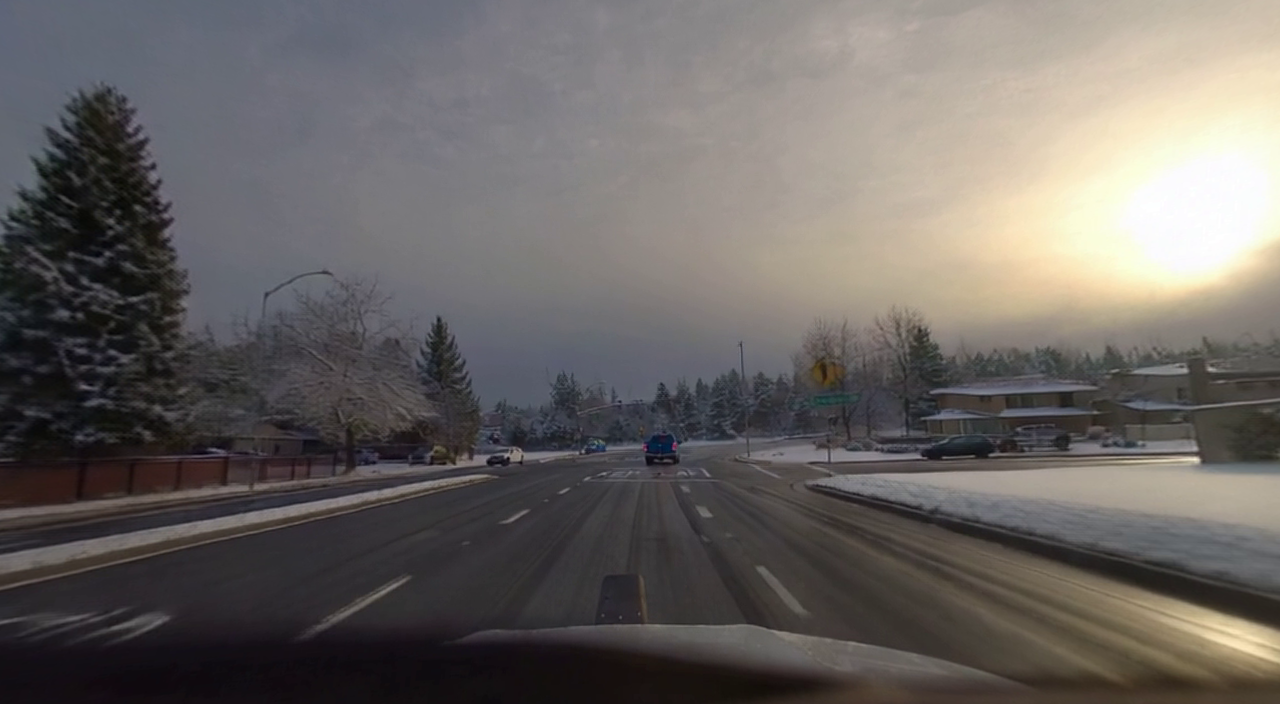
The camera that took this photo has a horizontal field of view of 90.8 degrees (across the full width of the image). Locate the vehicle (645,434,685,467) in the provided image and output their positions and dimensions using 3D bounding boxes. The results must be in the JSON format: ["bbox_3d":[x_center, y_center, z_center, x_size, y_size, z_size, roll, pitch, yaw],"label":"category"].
[{"bbox_3d":[1.640,6.239,40.114,2.153,1.942,4.767,-1,-9,6],"label":"vehicle"}]

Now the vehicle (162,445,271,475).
[{"bbox_3d":[-25.817,6.611,38.701,4.975,1.732,2.165,2,-9,-13],"label":"vehicle"}]
